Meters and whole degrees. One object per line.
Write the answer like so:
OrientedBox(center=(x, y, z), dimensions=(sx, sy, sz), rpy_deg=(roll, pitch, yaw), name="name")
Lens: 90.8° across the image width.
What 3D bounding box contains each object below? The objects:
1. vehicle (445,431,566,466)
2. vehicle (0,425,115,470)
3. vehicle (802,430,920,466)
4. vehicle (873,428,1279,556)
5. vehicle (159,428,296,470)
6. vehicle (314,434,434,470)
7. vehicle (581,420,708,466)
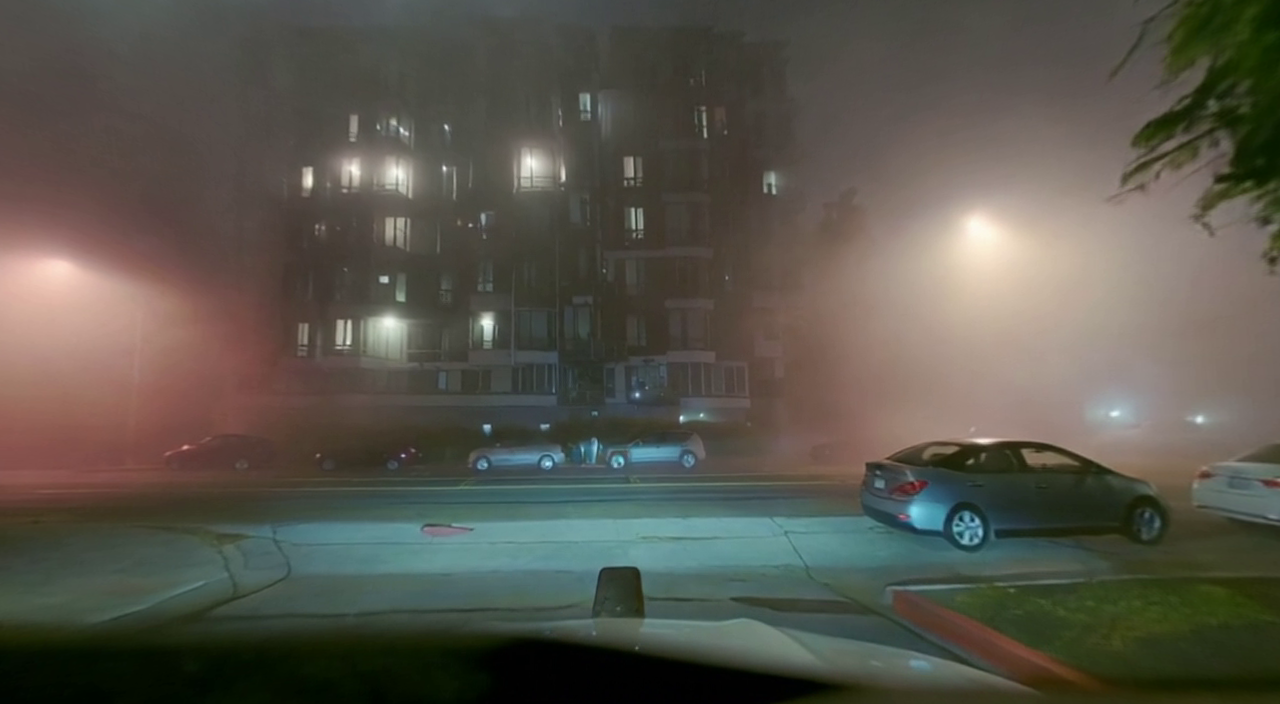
OrientedBox(center=(-5.686, 4.166, 27.226), dimensions=(4.851, 1.339, 1.785), rpy_deg=(-1, -10, -2), name="vehicle")
OrientedBox(center=(-25.805, 3.978, 26.455), dimensions=(5.593, 1.781, 2.163), rpy_deg=(0, -8, -3), name="vehicle")
OrientedBox(center=(9.568, 4.156, 27.557), dimensions=(4.521, 1.411, 1.726), rpy_deg=(0, -6, -3), name="vehicle")
OrientedBox(center=(5.936, 1.817, 8.647), dimensions=(4.714, 1.471, 1.978), rpy_deg=(-1, -6, 2), name="vehicle")
OrientedBox(center=(-17.443, 4.094, 26.883), dimensions=(4.426, 1.641, 1.889), rpy_deg=(0, -8, -4), name="vehicle")
OrientedBox(center=(-11.305, 4.257, 27.117), dimensions=(4.336, 1.438, 1.776), rpy_deg=(0, -7, -3), name="vehicle")
OrientedBox(center=(0.138, 3.953, 27.400), dimensions=(5.299, 1.860, 2.098), rpy_deg=(0, -9, -4), name="vehicle")
